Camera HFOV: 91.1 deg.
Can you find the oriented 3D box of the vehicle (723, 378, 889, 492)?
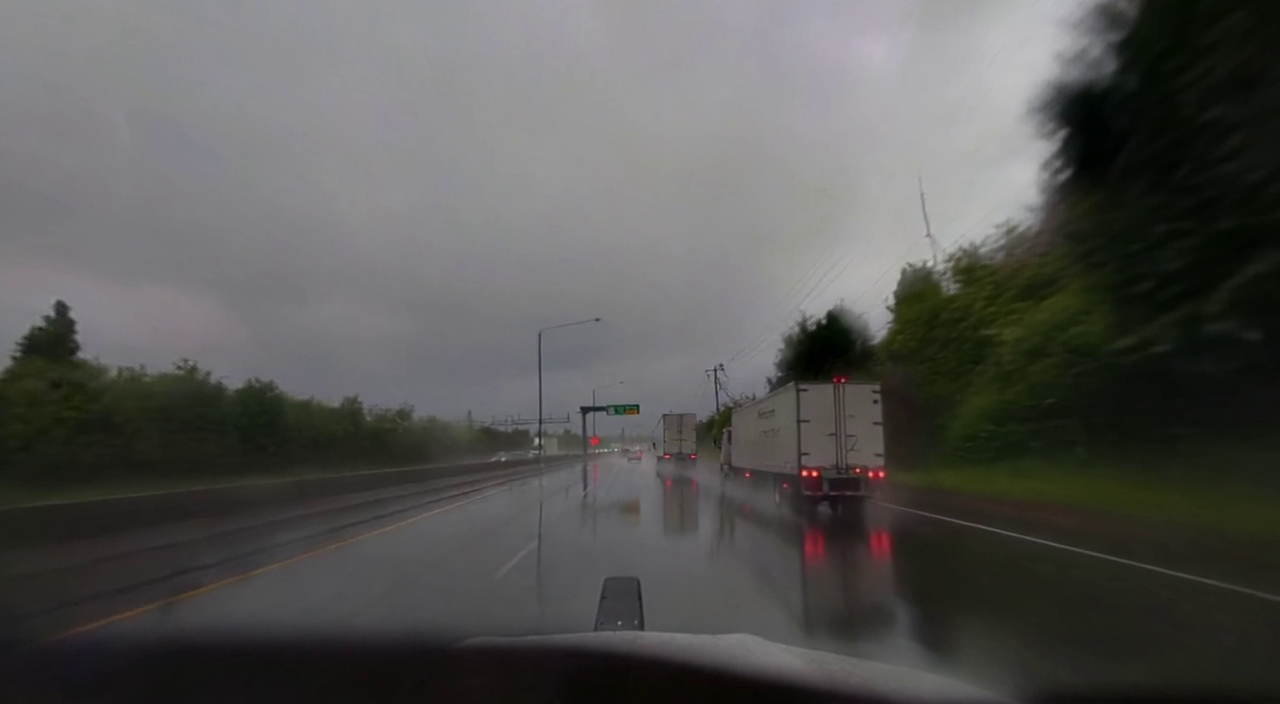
[{"bbox_3d":[7.205,4.352,31.720,3.400,4.134,17.388,0,-9,-1],"label":"vehicle"}]
